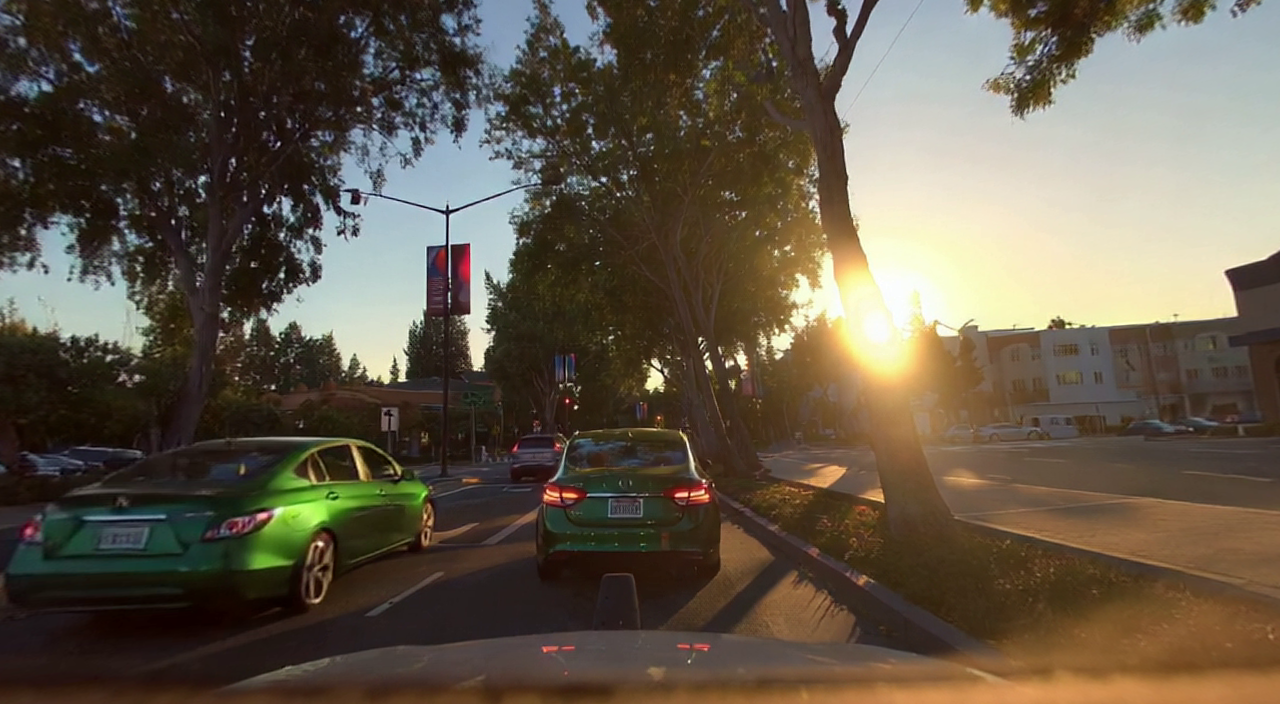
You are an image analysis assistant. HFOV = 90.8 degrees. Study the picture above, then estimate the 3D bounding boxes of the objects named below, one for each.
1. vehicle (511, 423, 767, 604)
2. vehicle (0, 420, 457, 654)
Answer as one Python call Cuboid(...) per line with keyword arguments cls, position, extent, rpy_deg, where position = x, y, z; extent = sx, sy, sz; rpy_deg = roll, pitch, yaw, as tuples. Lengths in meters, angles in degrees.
Cuboid(cls="vehicle", position=(-0.064, 1.635, 7.299), extent=(2.126, 1.475, 3.967), rpy_deg=(0, -8, -2))
Cuboid(cls="vehicle", position=(-3.501, 1.521, 6.345), extent=(1.961, 1.487, 4.453), rpy_deg=(0, -8, 0))
